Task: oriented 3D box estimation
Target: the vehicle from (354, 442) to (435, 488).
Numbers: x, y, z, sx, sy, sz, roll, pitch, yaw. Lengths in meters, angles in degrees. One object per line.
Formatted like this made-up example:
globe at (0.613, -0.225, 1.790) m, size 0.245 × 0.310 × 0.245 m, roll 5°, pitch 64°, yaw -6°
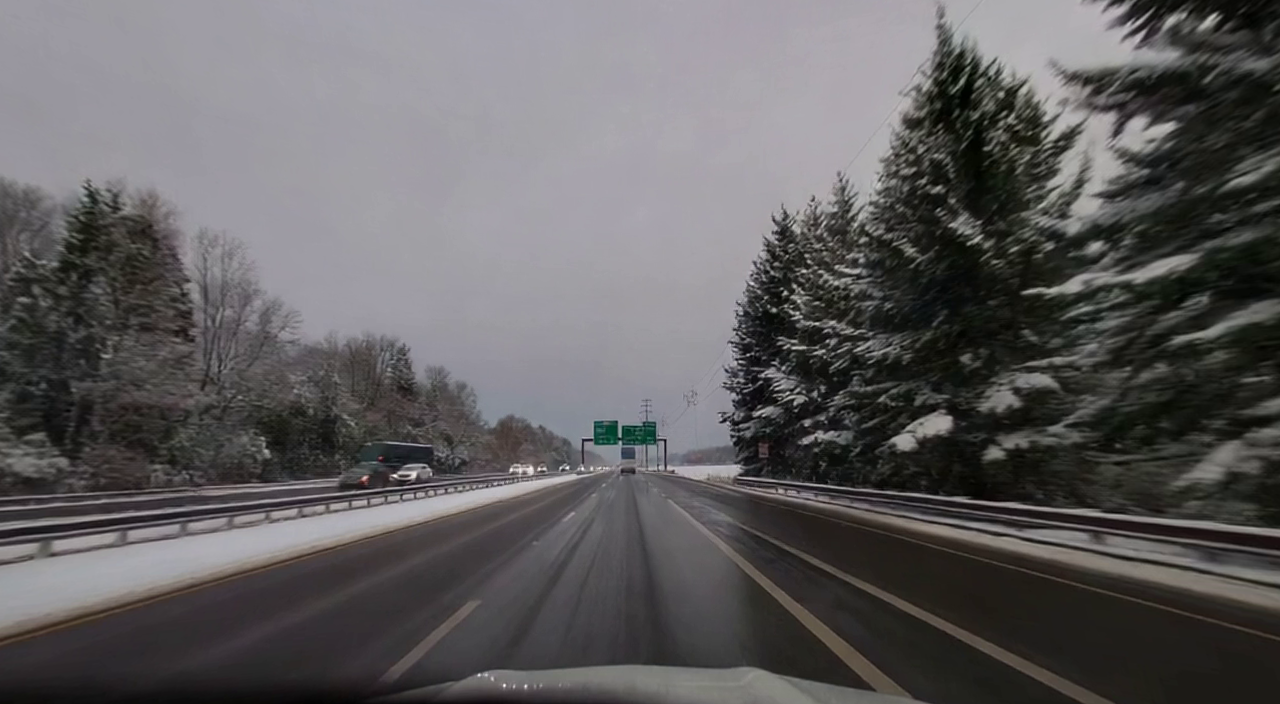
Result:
vehicle at (-16.896, 7.888, 43.956) m, size 2.646 × 2.925 × 7.512 m, roll 1°, pitch -10°, yaw -1°
